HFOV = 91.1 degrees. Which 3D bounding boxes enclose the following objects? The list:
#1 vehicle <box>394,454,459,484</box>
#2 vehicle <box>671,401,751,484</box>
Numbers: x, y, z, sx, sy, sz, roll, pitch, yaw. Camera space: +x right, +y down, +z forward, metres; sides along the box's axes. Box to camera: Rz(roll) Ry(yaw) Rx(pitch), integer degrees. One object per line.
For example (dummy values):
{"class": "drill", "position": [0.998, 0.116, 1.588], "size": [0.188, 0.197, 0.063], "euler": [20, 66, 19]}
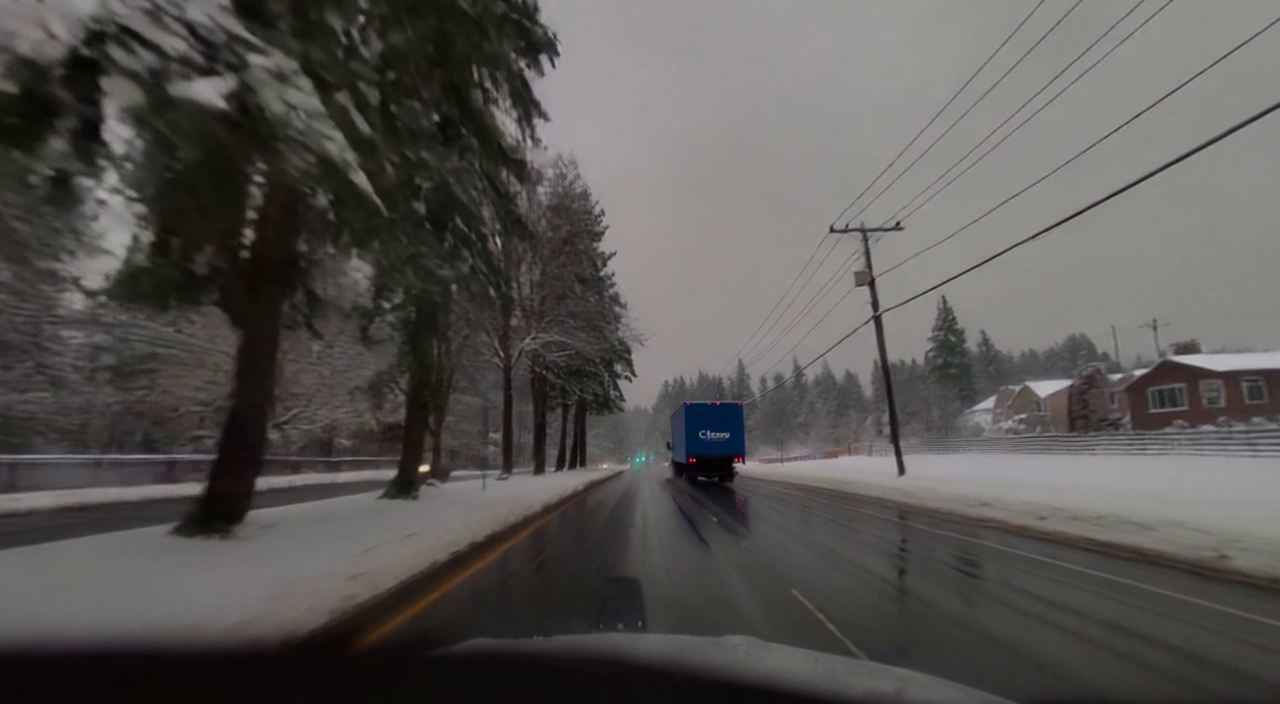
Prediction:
{"class": "vehicle", "position": [-12.071, 6.615, 35.809], "size": [1.950, 1.501, 4.807], "euler": [0, -9, 1]}
{"class": "vehicle", "position": [3.507, 4.887, 33.714], "size": [2.973, 3.848, 9.336], "euler": [0, -9, -1]}
